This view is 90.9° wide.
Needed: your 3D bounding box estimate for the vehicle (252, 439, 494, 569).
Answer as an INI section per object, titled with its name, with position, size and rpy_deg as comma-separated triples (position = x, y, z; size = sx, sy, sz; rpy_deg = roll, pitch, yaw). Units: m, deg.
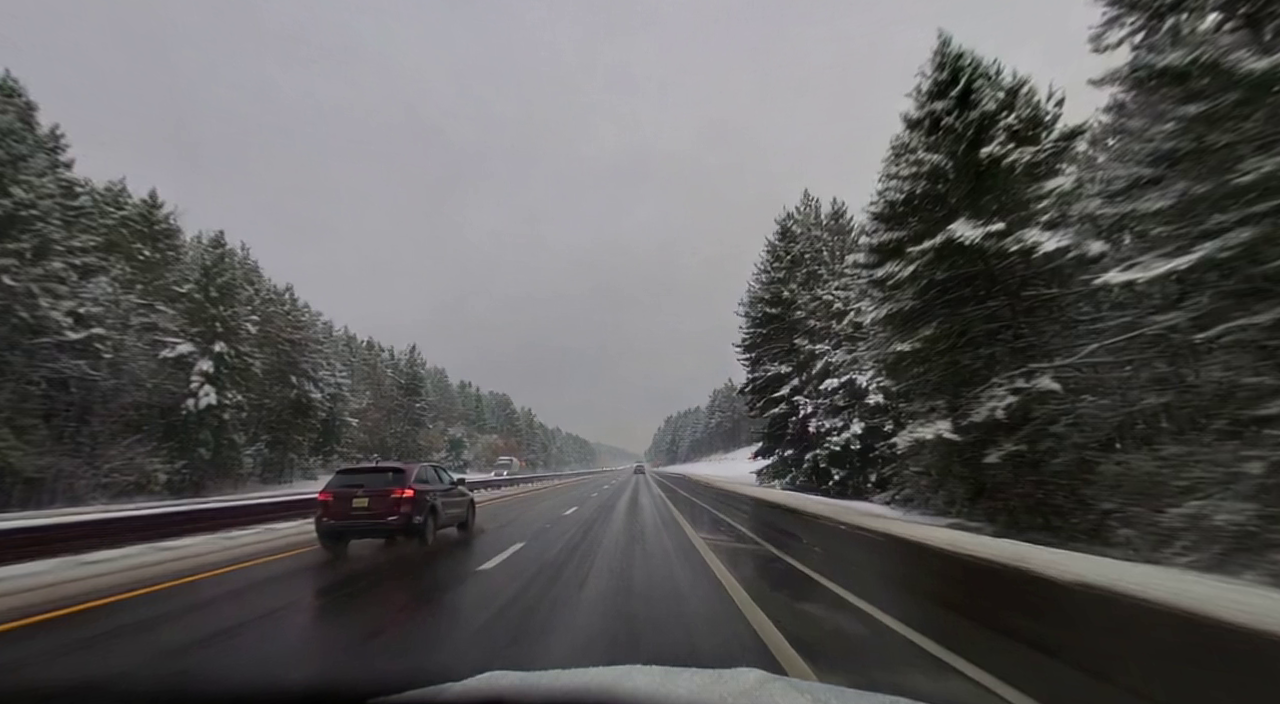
[vehicle]
position = -3.799, 2.265, 9.934
size = 1.900, 1.550, 4.146
rpy_deg = 1, -10, 1
